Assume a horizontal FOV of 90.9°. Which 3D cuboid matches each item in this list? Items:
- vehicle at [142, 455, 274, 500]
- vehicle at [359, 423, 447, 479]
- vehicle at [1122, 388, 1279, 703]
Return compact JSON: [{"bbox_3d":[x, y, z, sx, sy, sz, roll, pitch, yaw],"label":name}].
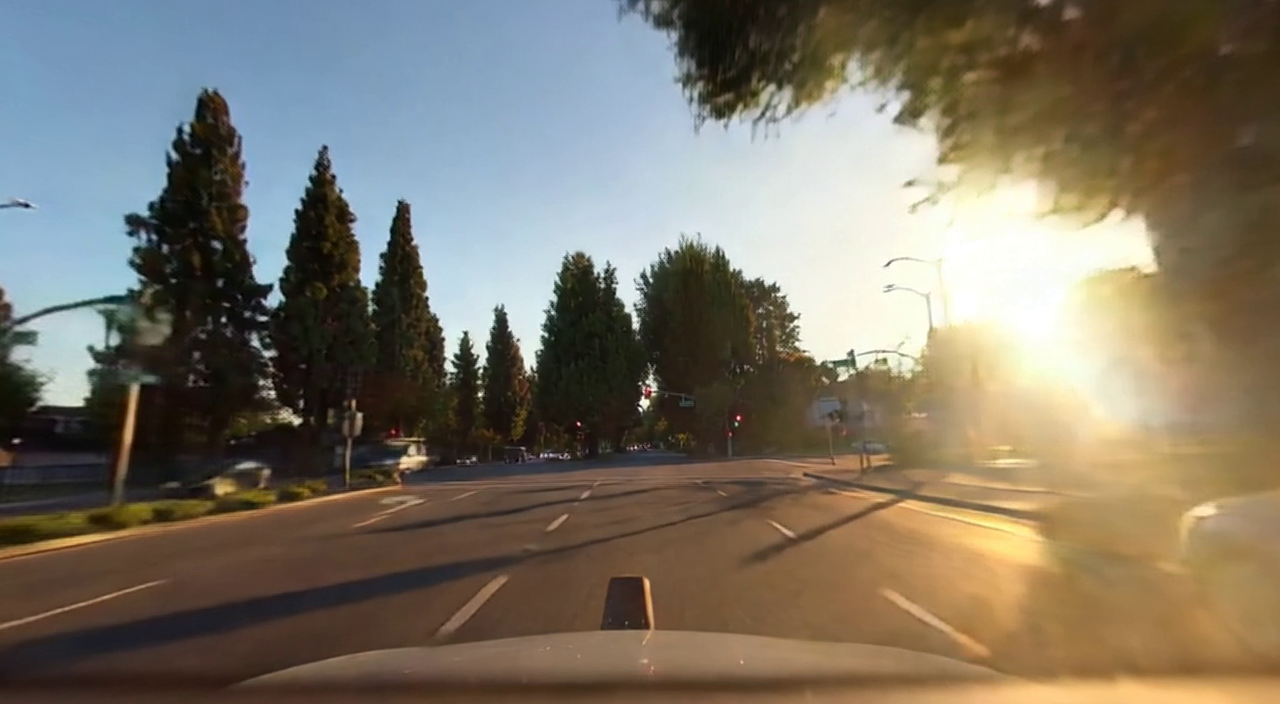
[{"bbox_3d":[-16.852,4.886,24.939,1.946,1.502,4.557,-1,-9,1],"label":"vehicle"},{"bbox_3d":[-13.151,5.547,35.521,2.357,2.798,6.419,-1,-9,1],"label":"vehicle"},{"bbox_3d":[4.198,0.847,2.289,2.018,1.591,3.564,-1,-9,0],"label":"vehicle"}]
